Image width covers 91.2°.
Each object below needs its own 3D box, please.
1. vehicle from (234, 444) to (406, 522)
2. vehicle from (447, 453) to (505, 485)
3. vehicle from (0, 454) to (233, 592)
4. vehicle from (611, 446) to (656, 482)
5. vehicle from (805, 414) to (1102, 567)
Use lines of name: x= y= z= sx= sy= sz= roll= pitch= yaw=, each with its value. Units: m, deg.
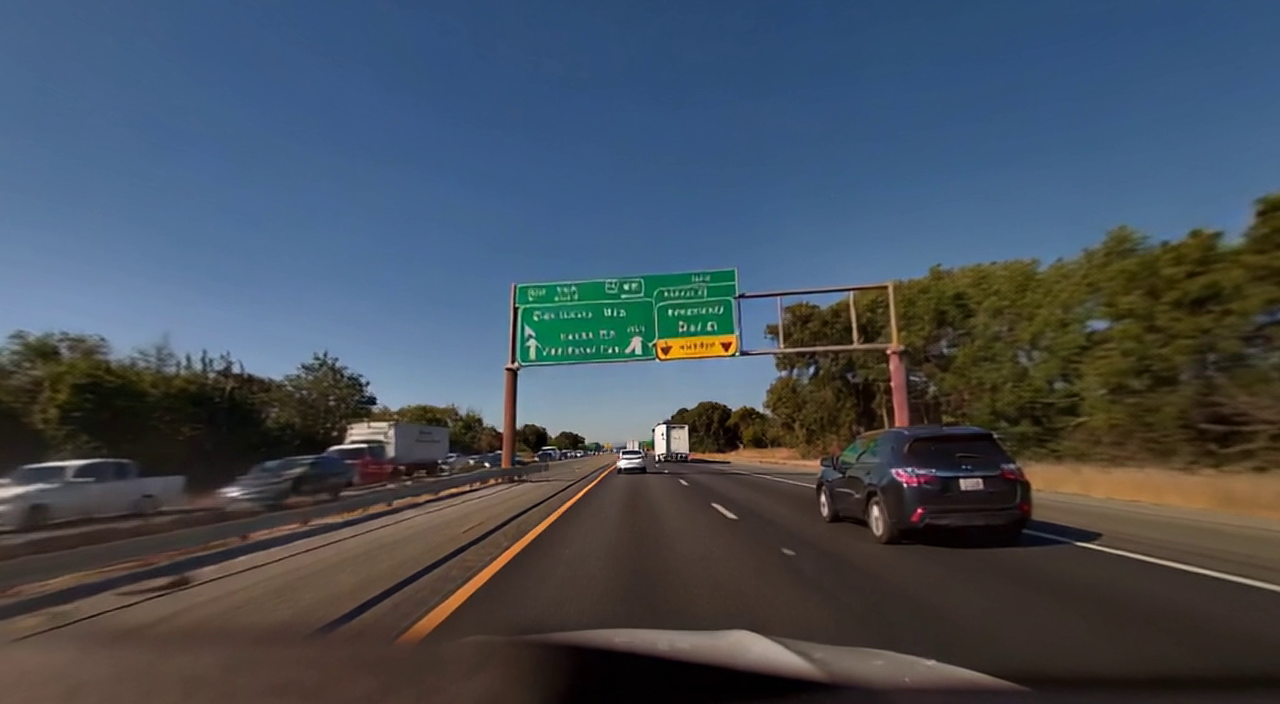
vehicle: x=-7.832 y=3.218 z=15.994 sx=1.987 sy=1.663 sz=4.580 roll=0 pitch=-9 yaw=0
vehicle: x=-8.214 y=5.869 z=31.750 sx=1.850 sy=1.476 sz=4.085 roll=0 pitch=-9 yaw=-1
vehicle: x=-8.008 y=2.248 z=8.992 sx=1.795 sy=1.493 sz=3.786 roll=0 pitch=-9 yaw=-1
vehicle: x=-0.325 y=5.200 z=29.420 sx=1.971 sy=1.518 sz=4.108 roll=0 pitch=-9 yaw=-1
vehicle: x=4.083 y=1.877 z=9.216 sx=2.077 sy=1.673 sz=4.267 roll=0 pitch=-9 yaw=-1
